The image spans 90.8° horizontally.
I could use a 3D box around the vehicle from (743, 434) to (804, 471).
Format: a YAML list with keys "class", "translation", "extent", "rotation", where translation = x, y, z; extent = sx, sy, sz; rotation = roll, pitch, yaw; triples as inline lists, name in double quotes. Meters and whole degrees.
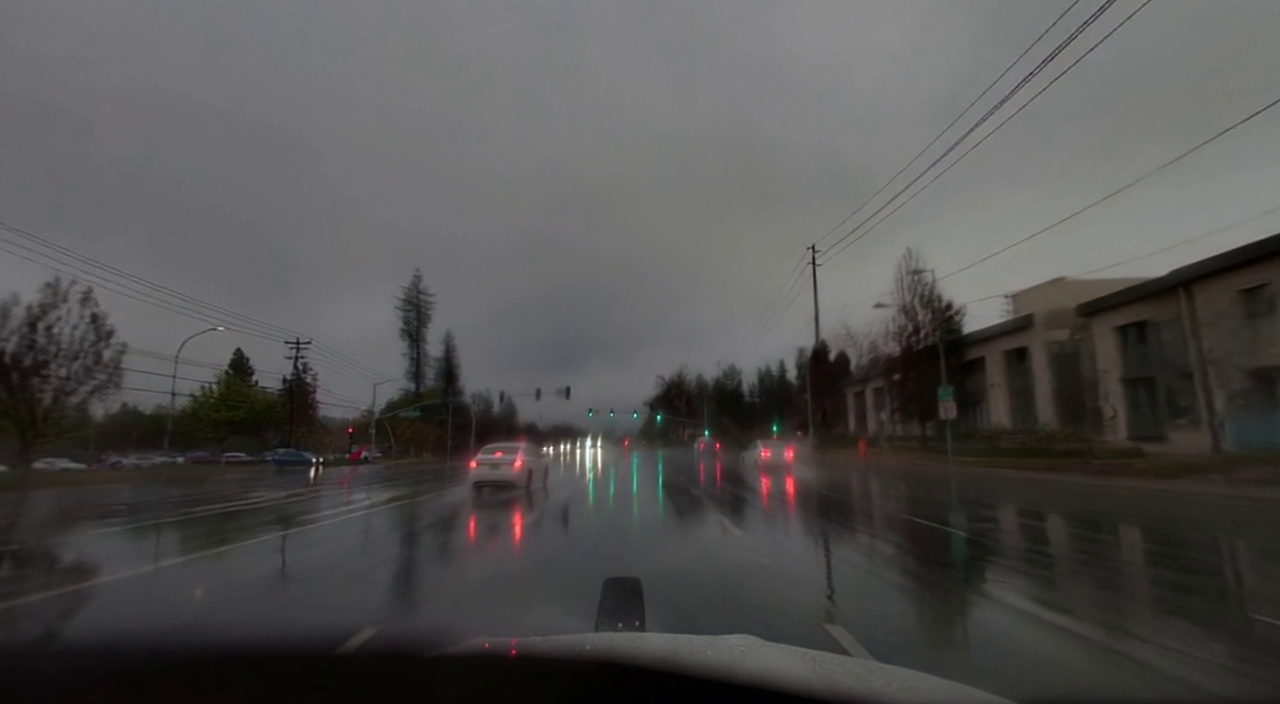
- class: "vehicle"
  translation: [6.539, 4.986, 31.416]
  extent: [1.945, 1.706, 4.190]
  rotation: [0, -8, -2]

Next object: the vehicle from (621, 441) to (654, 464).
- class: "vehicle"
  translation: [-0.179, 6.769, 42.554]
  extent: [2.098, 1.431, 3.958]
  rotation: [0, -8, -1]

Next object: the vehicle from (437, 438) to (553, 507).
- class: "vehicle"
  translation: [-3.386, 2.890, 15.657]
  extent: [1.837, 1.463, 4.311]
  rotation: [0, -8, 0]
